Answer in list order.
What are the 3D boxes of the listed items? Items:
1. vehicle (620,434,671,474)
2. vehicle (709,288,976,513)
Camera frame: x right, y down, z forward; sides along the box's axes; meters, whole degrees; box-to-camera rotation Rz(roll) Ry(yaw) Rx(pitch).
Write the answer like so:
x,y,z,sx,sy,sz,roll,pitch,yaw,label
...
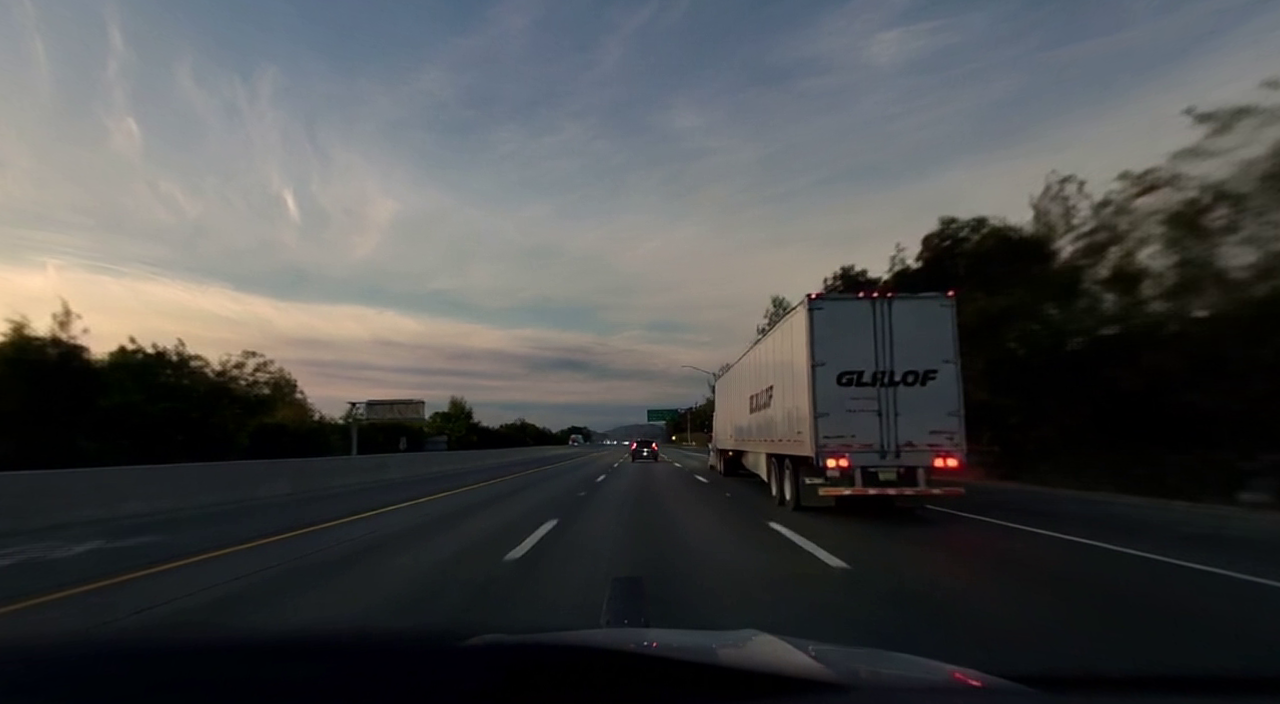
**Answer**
x,y,z,sx,sy,sz,roll,pitch,yaw,label
0.244,4.522,28.129,2.111,1.635,4.177,0,-8,1,vehicle
4.499,1.924,19.114,2.936,4.125,15.204,0,-8,-1,vehicle
